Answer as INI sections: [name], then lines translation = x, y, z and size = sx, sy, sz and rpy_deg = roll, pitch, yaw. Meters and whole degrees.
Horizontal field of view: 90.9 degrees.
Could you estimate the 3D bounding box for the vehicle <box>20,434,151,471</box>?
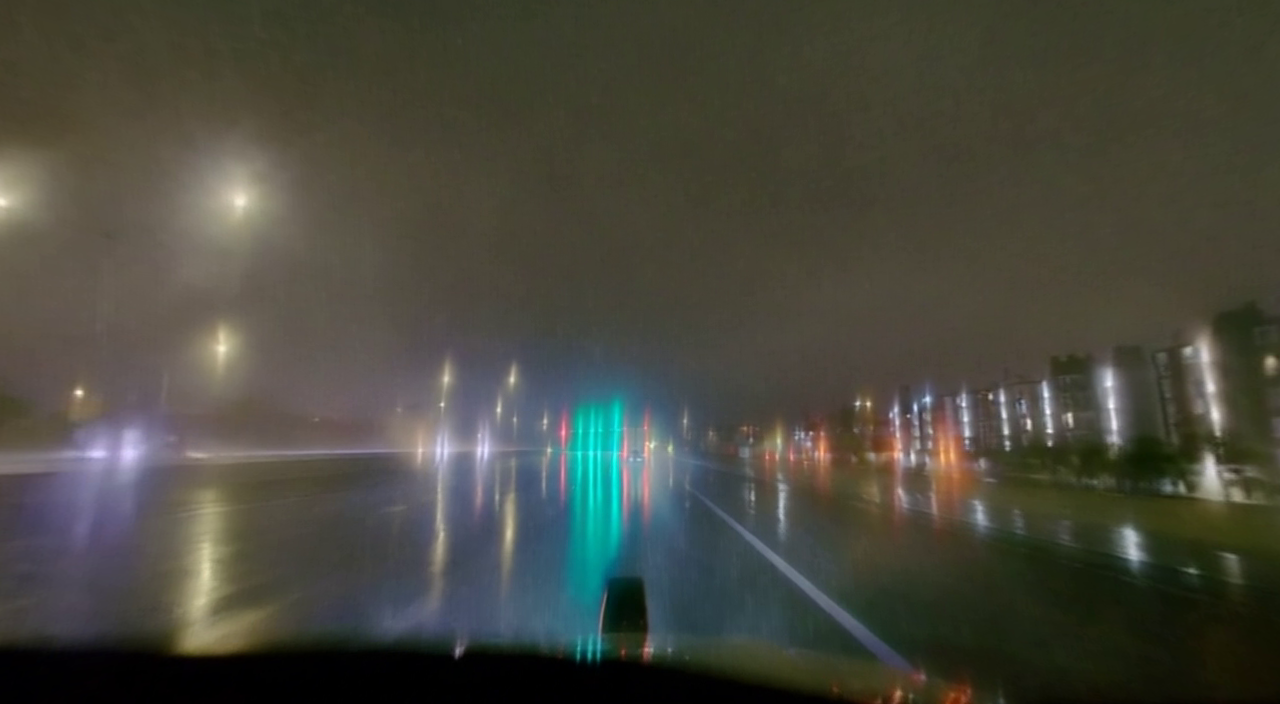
[vehicle]
translation = -32.570, 5.938, 37.408
size = 2.559, 1.947, 5.829
rpy_deg = 0, -9, -1
